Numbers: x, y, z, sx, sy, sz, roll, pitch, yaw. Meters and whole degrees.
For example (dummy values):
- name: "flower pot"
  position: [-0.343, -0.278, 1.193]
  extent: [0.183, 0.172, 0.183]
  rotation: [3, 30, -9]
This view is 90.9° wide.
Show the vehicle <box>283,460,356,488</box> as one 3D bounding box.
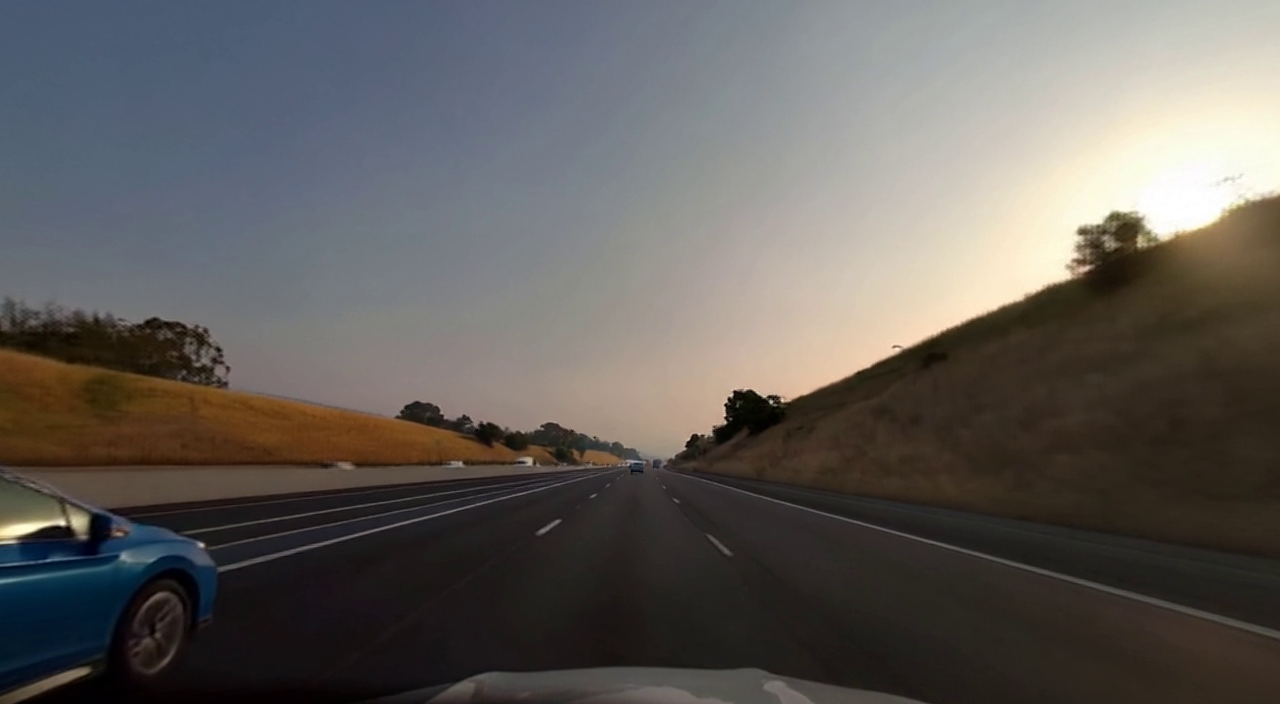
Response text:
- name: "vehicle"
  position: [-18.645, 7.127, 36.905]
  extent: [1.838, 1.452, 4.566]
  rotation: [1, -11, 1]

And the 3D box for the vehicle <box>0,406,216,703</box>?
- name: "vehicle"
  position: [-3.187, 0.717, 0.956]
  extent: [2.016, 1.506, 4.387]
  rotation: [1, -11, -1]
